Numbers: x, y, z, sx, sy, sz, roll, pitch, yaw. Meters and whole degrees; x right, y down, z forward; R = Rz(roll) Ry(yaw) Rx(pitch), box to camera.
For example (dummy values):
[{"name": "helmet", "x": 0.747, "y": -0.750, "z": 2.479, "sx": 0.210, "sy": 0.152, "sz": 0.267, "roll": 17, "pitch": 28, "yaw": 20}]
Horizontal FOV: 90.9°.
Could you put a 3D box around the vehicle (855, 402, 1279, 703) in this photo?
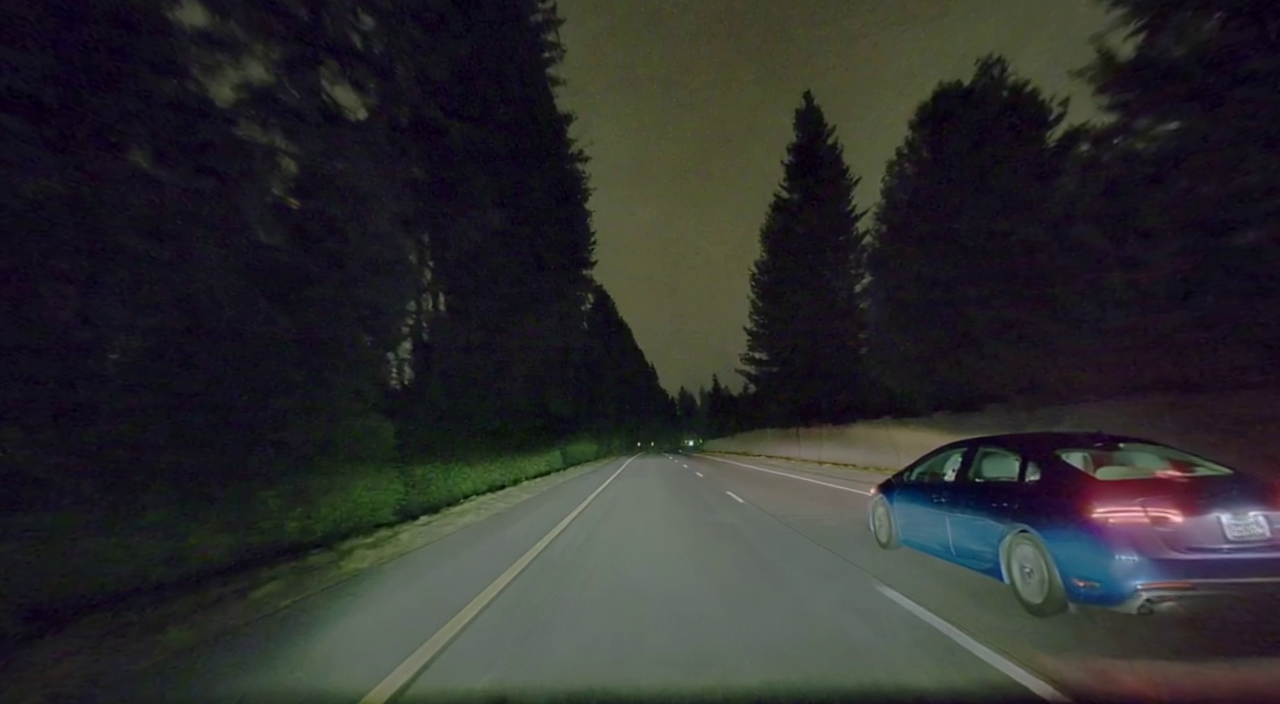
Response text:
[{"name": "vehicle", "x": 3.790, "y": 1.352, "z": 5.551, "sx": 2.061, "sy": 1.503, "sz": 4.823, "roll": 0, "pitch": -8, "yaw": 0}]
